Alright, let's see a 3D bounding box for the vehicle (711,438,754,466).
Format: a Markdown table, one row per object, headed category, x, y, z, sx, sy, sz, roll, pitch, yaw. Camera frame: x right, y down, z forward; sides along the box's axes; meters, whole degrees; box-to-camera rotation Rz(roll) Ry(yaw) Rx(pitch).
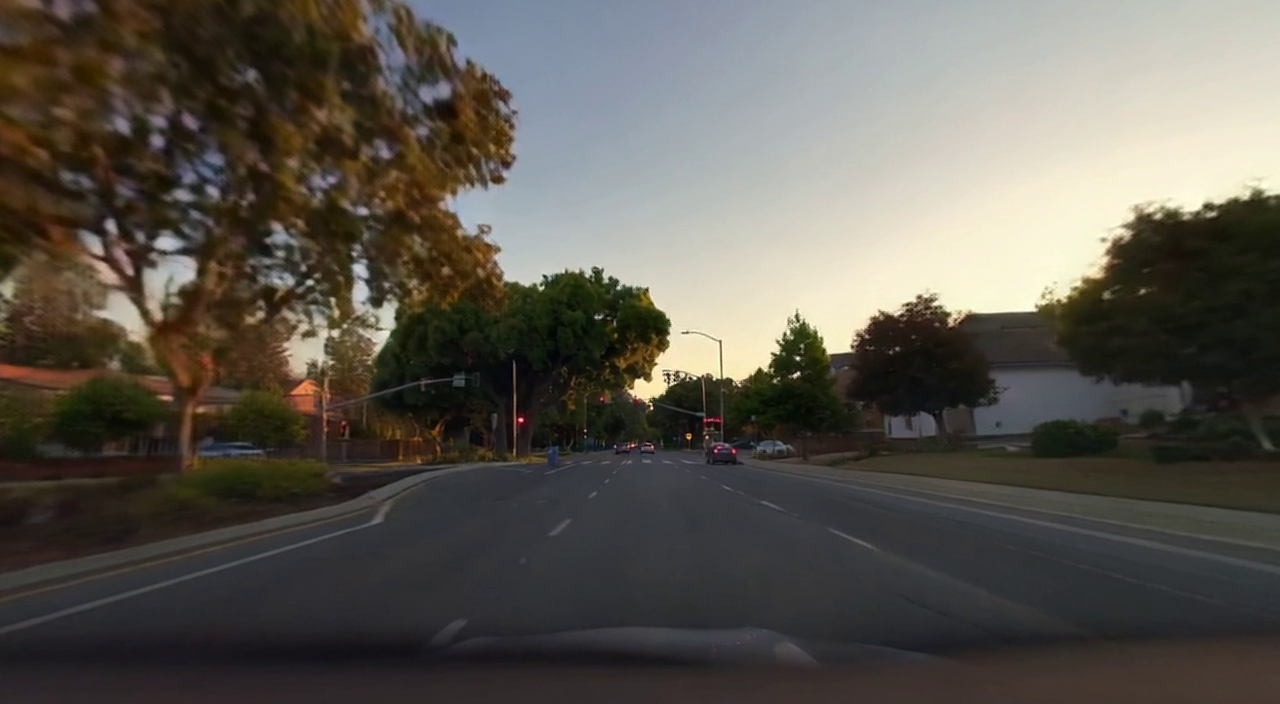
| category | x | y | z | sx | sy | sz | roll | pitch | yaw |
| --- | --- | --- | --- | --- | --- | --- | --- | --- | --- |
| vehicle | 6.163 | 6.754 | 42.531 | 2.094 | 1.766 | 4.792 | 0 | -9 | 0 |
